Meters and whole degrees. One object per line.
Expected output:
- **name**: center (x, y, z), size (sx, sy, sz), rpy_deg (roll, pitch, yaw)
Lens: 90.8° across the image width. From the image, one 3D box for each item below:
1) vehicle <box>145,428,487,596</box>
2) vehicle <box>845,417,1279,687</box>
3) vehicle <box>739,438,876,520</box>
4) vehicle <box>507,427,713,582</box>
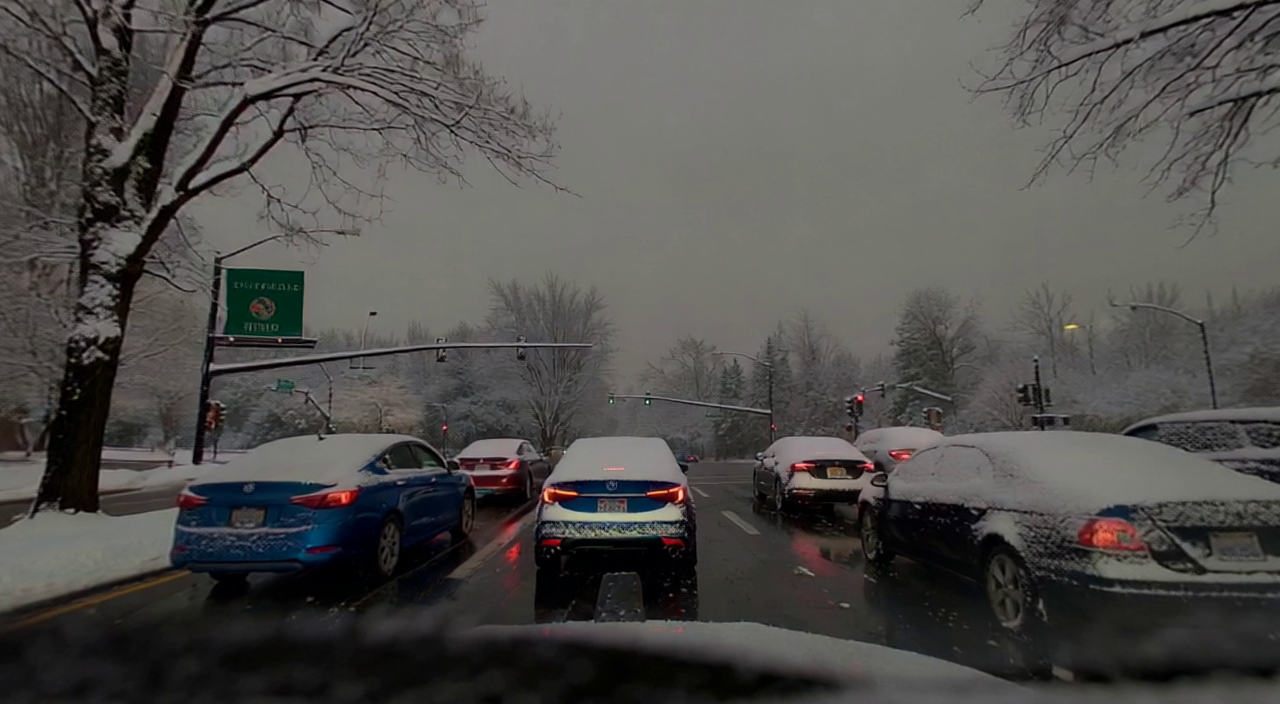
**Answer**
- **vehicle**: center (-3.359, 1.722, 7.675), size (1.929, 1.457, 4.136), rpy_deg (0, -9, 0)
- **vehicle**: center (3.609, 1.437, 5.774), size (1.953, 1.471, 4.470), rpy_deg (0, -9, 0)
- **vehicle**: center (3.397, 2.635, 13.642), size (1.852, 1.498, 3.825), rpy_deg (0, -9, -1)
- **vehicle**: center (-0.321, 1.756, 8.006), size (1.994, 1.479, 3.647), rpy_deg (0, -9, -1)
